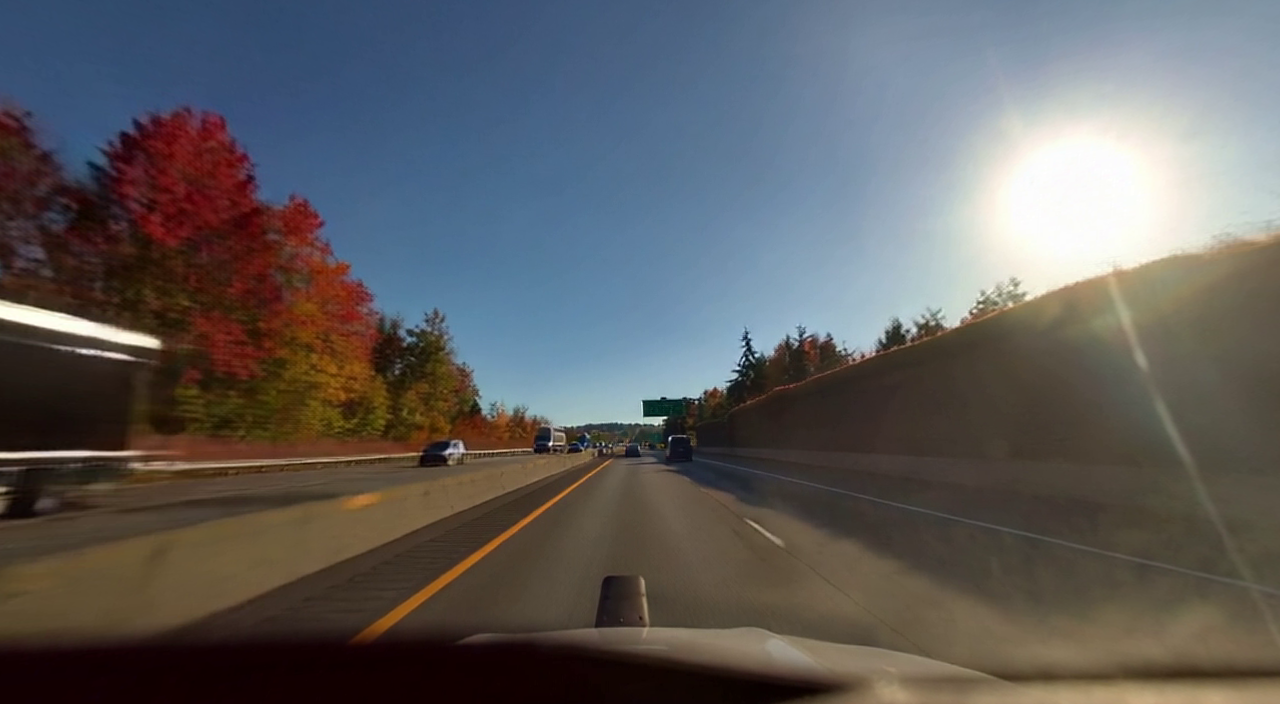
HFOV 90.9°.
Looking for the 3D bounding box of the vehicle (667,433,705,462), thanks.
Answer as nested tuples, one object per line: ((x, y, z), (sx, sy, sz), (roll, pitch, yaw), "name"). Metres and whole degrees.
((3.442, 7.219, 47.721), (2.393, 2.072, 4.958), (0, -8, -1), "vehicle")

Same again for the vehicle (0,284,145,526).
((-12.153, 0.276, 6.411), (2.937, 4.007, 14.048), (0, -8, 0), "vehicle")
